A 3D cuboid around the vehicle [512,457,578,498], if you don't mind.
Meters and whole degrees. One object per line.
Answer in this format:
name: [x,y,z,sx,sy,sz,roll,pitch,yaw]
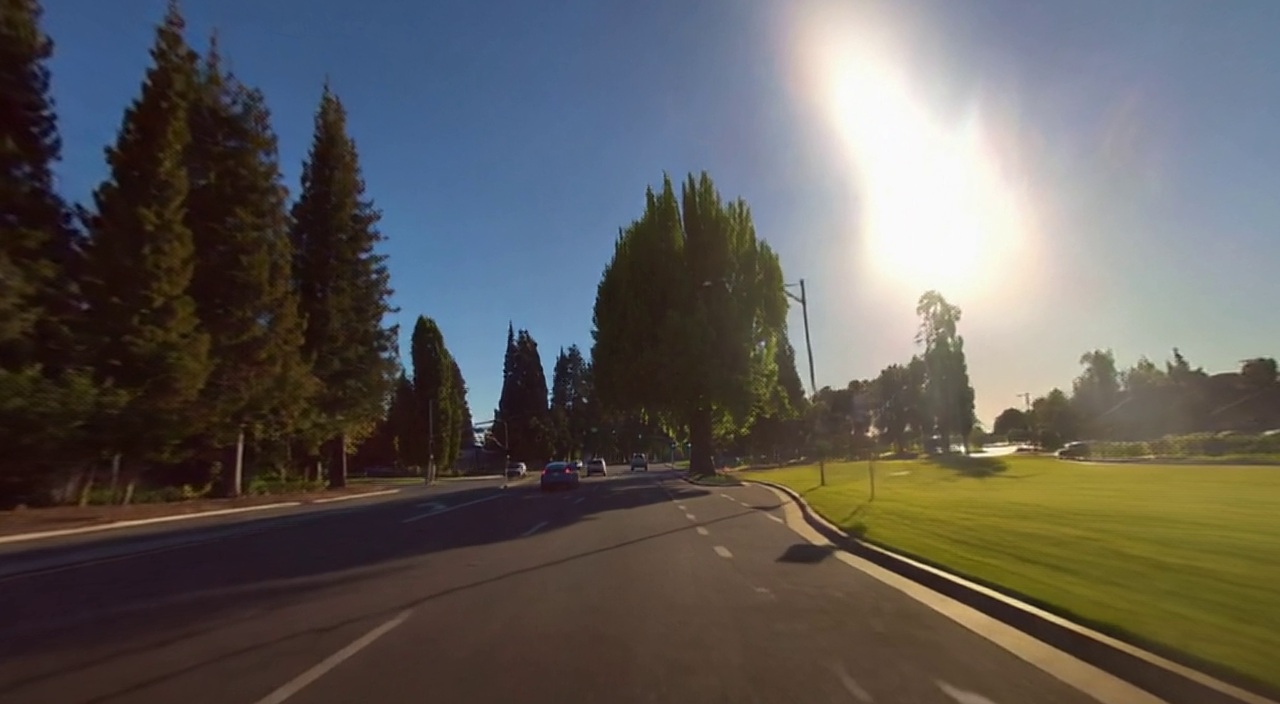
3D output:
vehicle: [-3.635,4.913,25.009,1.932,1.431,4.144,-1,-10,1]
